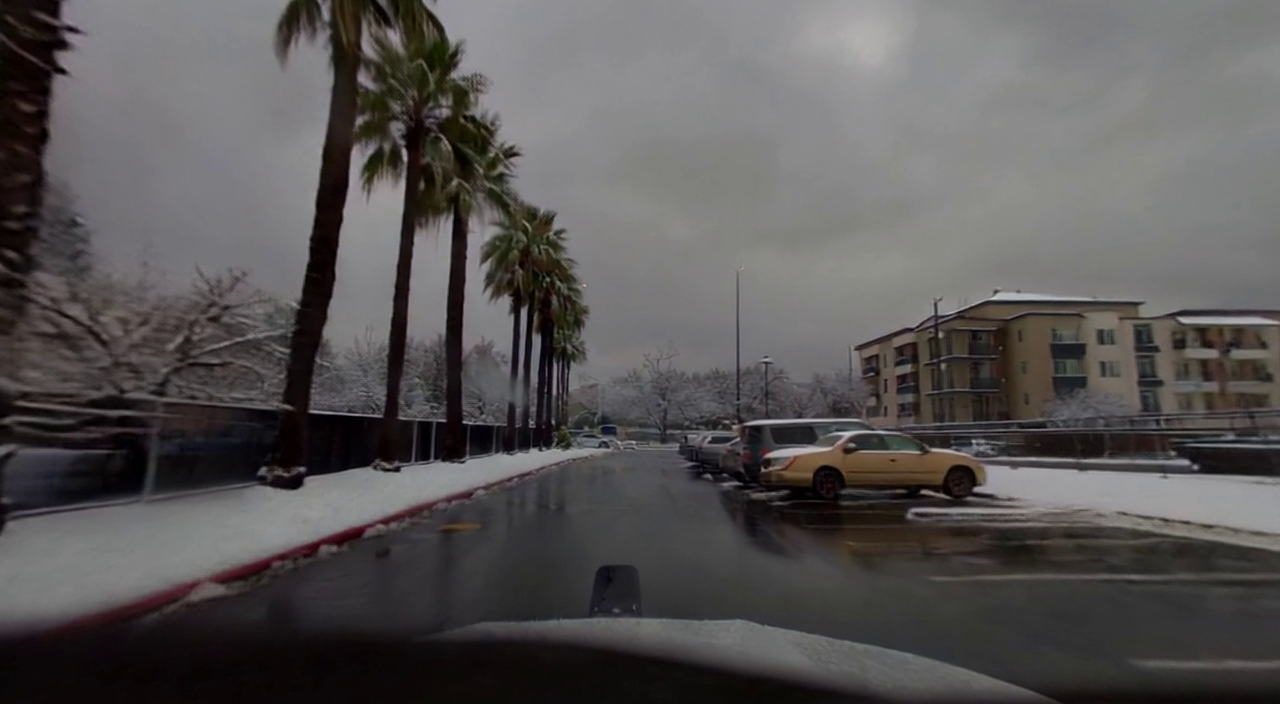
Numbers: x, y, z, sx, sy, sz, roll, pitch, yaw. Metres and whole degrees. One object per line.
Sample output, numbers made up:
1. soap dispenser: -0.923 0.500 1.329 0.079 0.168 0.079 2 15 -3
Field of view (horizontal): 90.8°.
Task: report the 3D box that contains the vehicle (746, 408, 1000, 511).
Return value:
1. vehicle: 4.718 2.235 13.314 4.609 1.734 1.909 3 -8 0
